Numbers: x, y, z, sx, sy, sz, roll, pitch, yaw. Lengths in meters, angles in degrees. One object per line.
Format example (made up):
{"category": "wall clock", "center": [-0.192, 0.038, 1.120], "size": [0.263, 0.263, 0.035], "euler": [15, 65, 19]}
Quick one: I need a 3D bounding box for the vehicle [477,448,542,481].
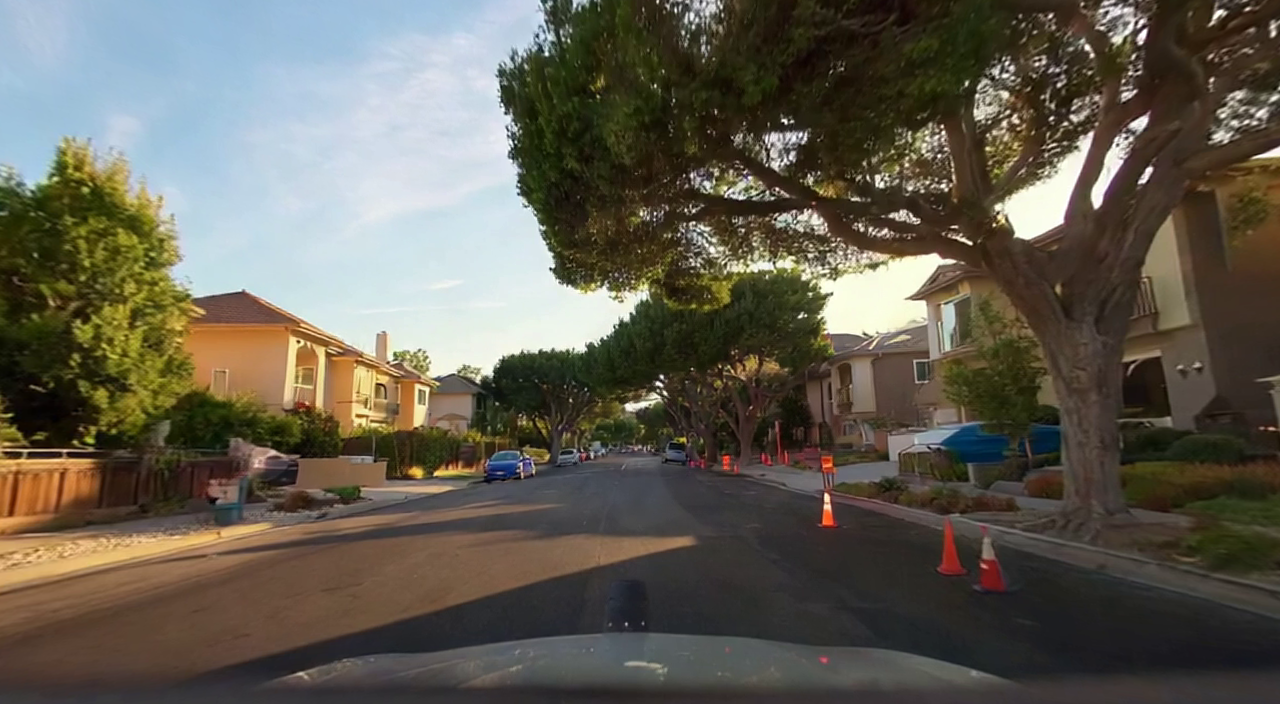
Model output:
{"category": "vehicle", "center": [-6.387, 5.526, 31.348], "size": [2.137, 1.481, 4.503], "euler": [0, -9, 2]}
